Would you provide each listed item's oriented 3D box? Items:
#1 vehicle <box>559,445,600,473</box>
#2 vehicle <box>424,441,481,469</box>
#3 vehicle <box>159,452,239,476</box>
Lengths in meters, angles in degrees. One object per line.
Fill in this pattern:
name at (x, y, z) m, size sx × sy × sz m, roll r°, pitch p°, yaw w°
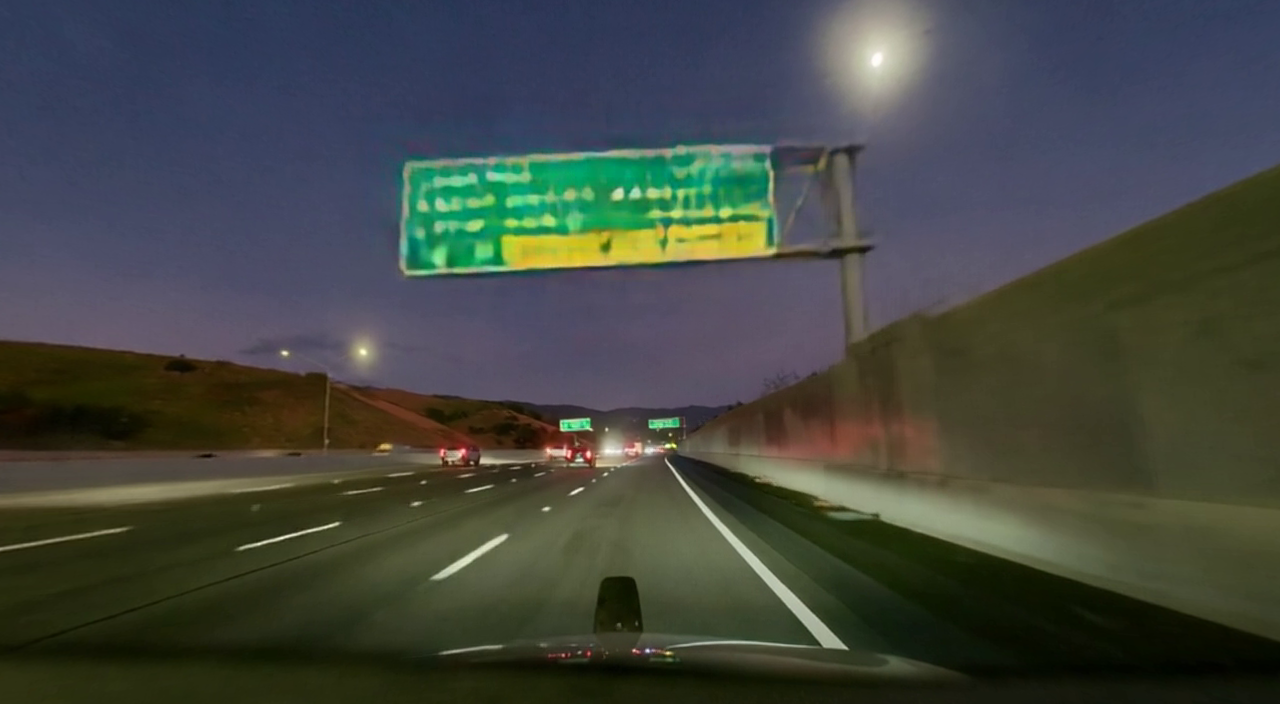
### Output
vehicle at (-3.468, 6.202, 36.896) m, size 1.931 × 1.492 × 4.076 m, roll 0°, pitch -8°, yaw 1°
vehicle at (-12.397, 6.817, 42.071) m, size 2.076 × 1.766 × 4.831 m, roll 0°, pitch -8°, yaw 3°
vehicle at (-29.566, 7.477, 42.551) m, size 1.908 × 1.464 × 4.735 m, roll 0°, pitch -8°, yaw 1°
